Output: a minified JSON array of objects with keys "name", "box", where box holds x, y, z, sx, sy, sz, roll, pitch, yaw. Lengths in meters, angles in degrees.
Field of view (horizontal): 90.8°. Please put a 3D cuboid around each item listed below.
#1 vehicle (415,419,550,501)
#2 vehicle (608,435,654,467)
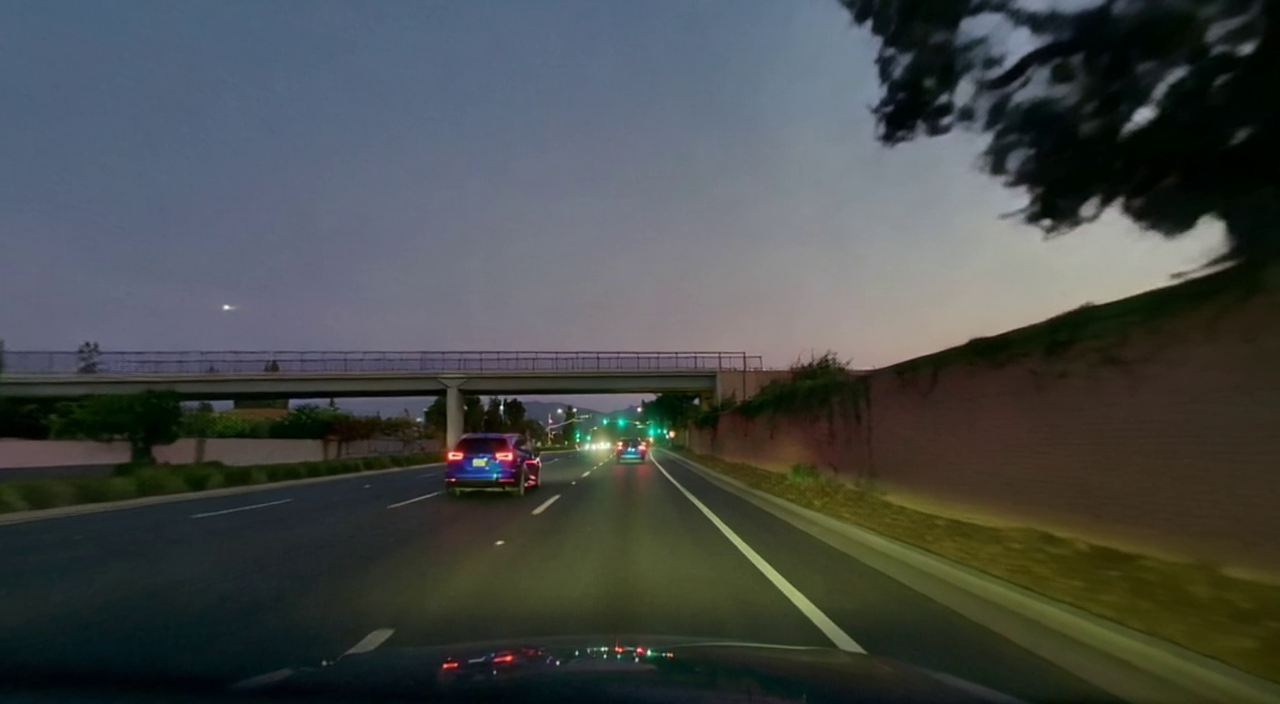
[{"name":"vehicle","box":[-3.822,2.738,16.327,2.223,1.771,4.581,-1,-8,1]},{"name":"vehicle","box":[-0.460,5.026,32.235,2.205,1.509,4.272,0,-8,-1]}]
